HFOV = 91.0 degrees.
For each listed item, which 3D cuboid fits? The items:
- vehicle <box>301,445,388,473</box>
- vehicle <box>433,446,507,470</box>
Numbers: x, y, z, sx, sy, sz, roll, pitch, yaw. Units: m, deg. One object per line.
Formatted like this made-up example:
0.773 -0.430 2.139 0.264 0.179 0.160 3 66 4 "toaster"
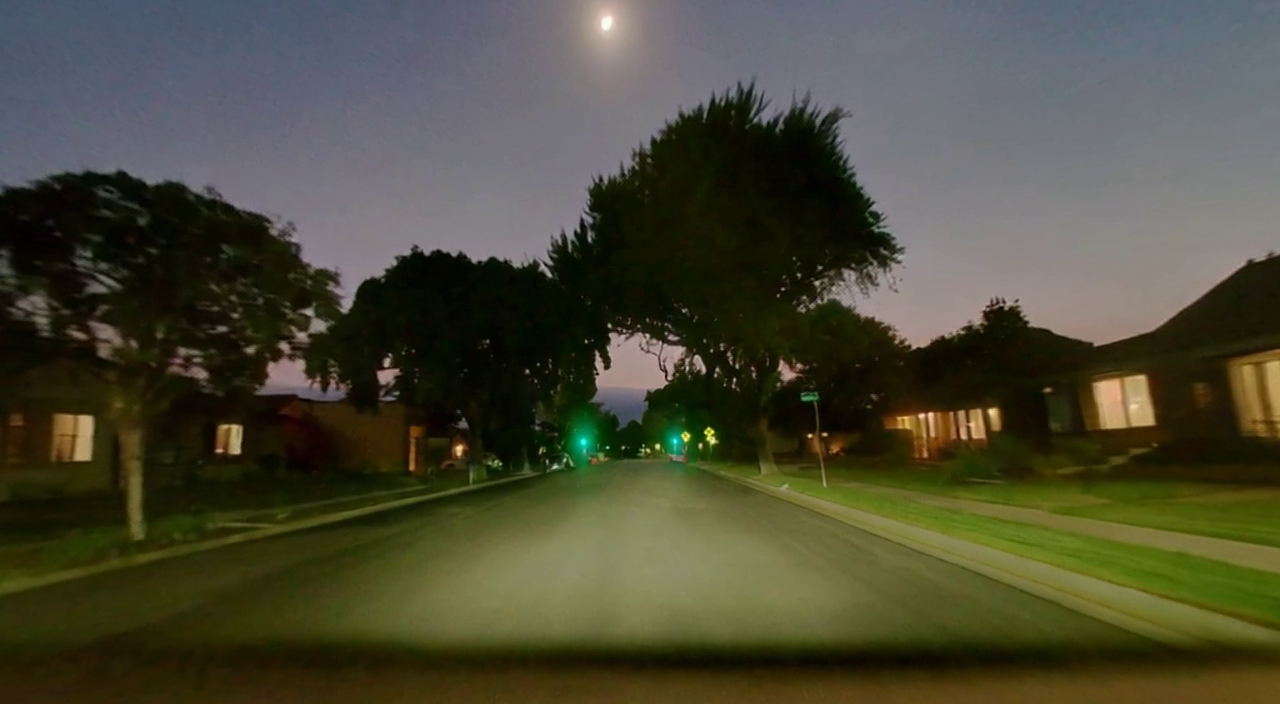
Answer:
-17.261 6.273 36.923 4.112 1.497 1.956 -2 -9 3 "vehicle"
-12.530 7.853 46.593 4.876 1.733 1.989 0 -9 3 "vehicle"
